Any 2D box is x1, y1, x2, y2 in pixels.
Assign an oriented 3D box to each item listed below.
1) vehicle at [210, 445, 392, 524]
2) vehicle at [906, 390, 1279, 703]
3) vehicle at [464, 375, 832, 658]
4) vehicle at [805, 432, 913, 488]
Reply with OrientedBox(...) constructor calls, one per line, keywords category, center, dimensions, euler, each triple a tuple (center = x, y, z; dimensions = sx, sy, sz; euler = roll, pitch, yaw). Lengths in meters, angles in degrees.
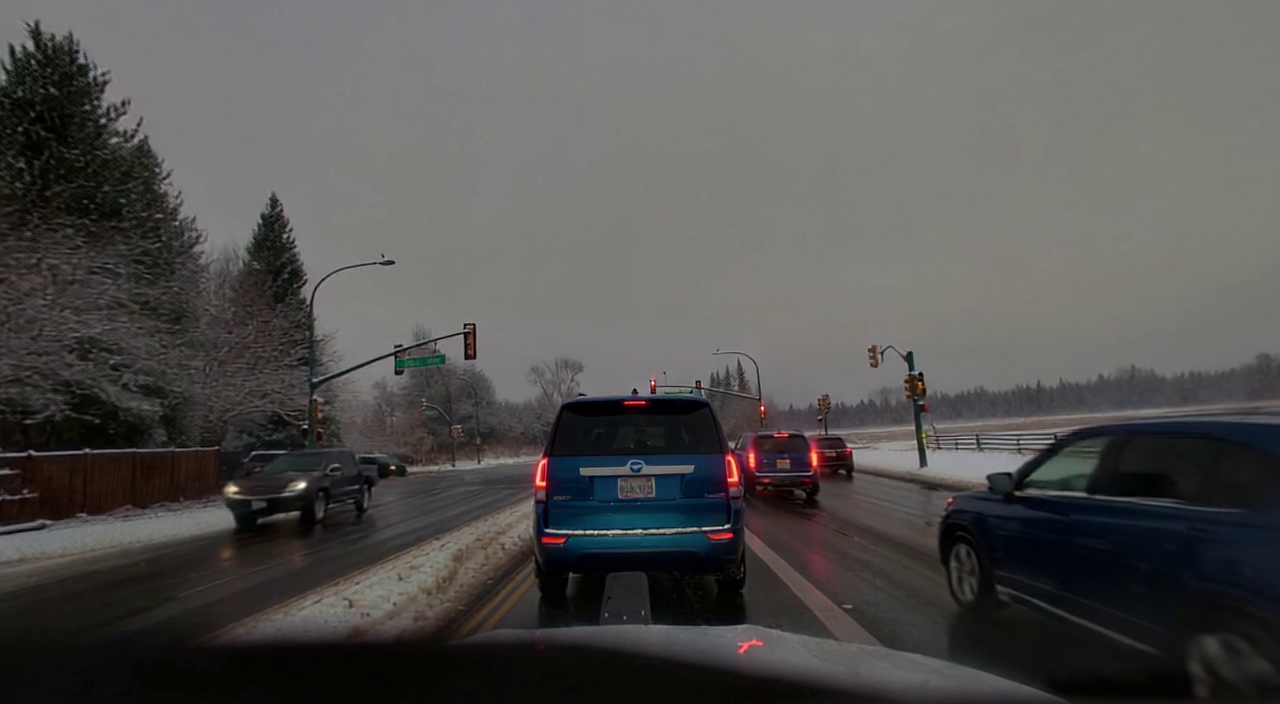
OrientedBox(category="vehicle", center=(-8.238, 3.198, 15.959), dimensions=(2.026, 1.680, 4.608), euler=(0, -8, 0))
OrientedBox(category="vehicle", center=(3.463, 1.054, 3.517), dimensions=(2.097, 1.473, 4.252), euler=(0, -8, 0))
OrientedBox(category="vehicle", center=(0.049, 1.332, 6.113), dimensions=(2.298, 1.770, 4.138), euler=(0, -8, 0))
OrientedBox(category="vehicle", center=(7.125, 3.550, 21.046), dimensions=(2.012, 1.636, 4.352), euler=(0, -8, 0))
